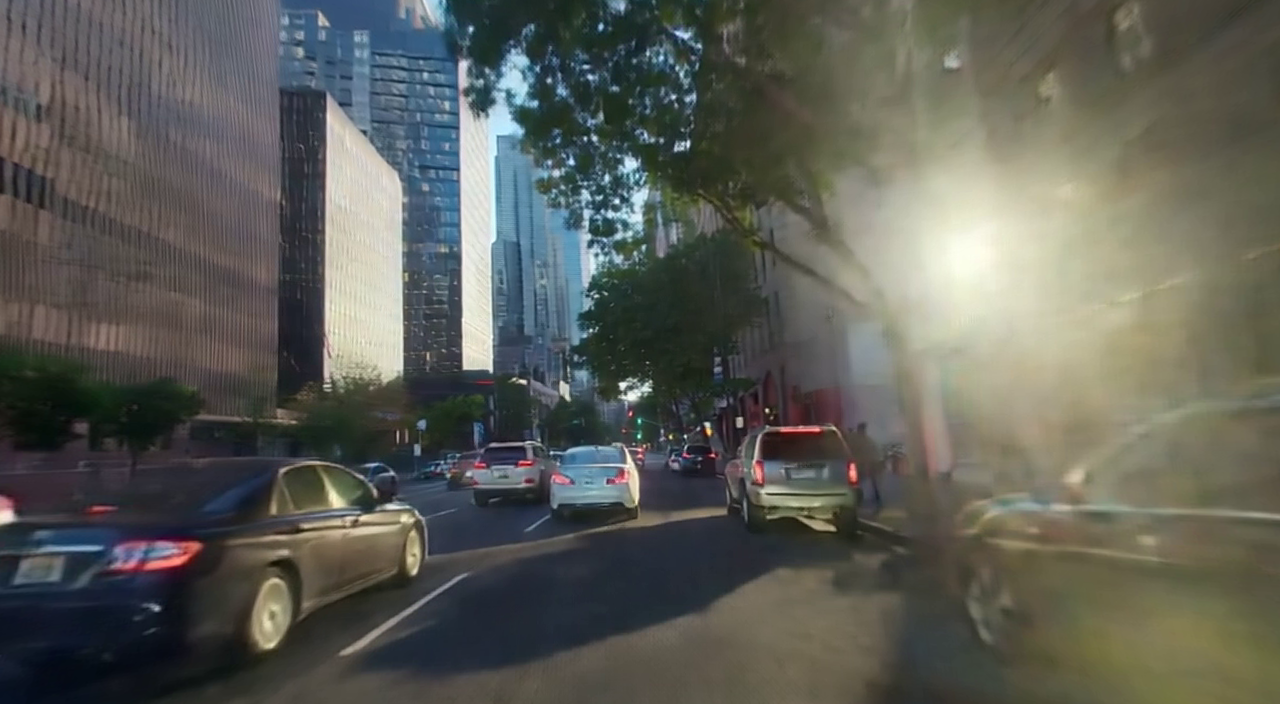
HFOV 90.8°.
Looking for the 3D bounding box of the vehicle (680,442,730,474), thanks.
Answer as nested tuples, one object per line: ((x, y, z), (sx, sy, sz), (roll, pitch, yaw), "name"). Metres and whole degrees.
((3.219, 5.299, 31.977), (2.065, 1.461, 4.181), (0, -8, 0), "vehicle")

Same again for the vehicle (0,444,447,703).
((-3.290, 1.505, 5.143), (1.940, 1.481, 4.376), (-1, -8, 2), "vehicle")

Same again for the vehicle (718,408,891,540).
((2.747, 2.186, 11.928), (2.352, 1.953, 4.798), (-1, -9, 5), "vehicle")

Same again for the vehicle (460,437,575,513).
((-3.249, 3.356, 17.832), (2.000, 1.818, 4.668), (-1, -8, 4), "vehicle")

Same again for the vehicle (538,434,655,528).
((-0.746, 2.621, 13.416), (2.076, 1.667, 3.948), (-1, -8, 2), "vehicle")

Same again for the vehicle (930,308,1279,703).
((3.171, 0.770, 2.413), (1.971, 1.749, 4.564), (0, -8, 1), "vehicle")
